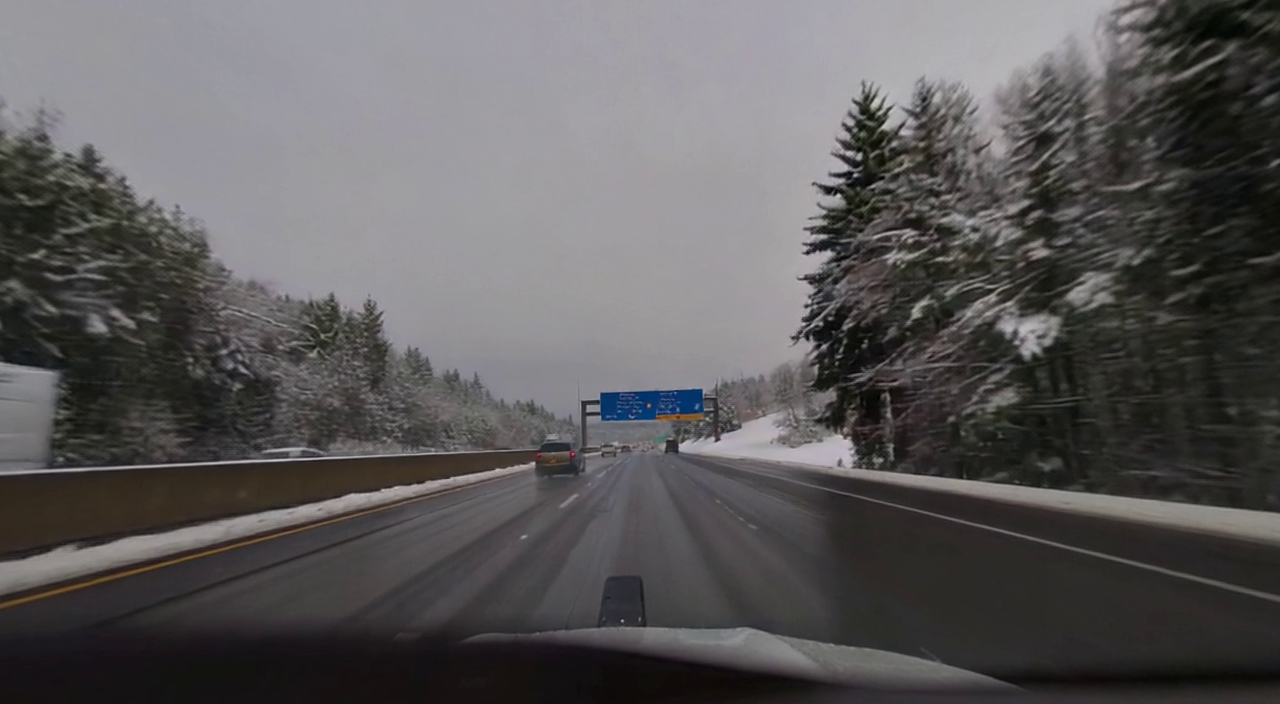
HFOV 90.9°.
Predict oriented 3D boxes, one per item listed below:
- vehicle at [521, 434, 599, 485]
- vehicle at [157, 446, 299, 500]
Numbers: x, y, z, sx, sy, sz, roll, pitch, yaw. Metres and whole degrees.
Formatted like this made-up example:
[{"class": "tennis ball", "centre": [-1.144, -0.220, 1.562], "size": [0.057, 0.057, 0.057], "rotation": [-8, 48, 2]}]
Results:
[{"class": "vehicle", "centre": [-2.754, 3.836, 22.712], "size": [2.183, 1.662, 3.968], "rotation": [0, -9, 1]}, {"class": "vehicle", "centre": [-12.507, 3.667, 19.469], "size": [1.790, 1.479, 3.789], "rotation": [0, -9, 0]}]
